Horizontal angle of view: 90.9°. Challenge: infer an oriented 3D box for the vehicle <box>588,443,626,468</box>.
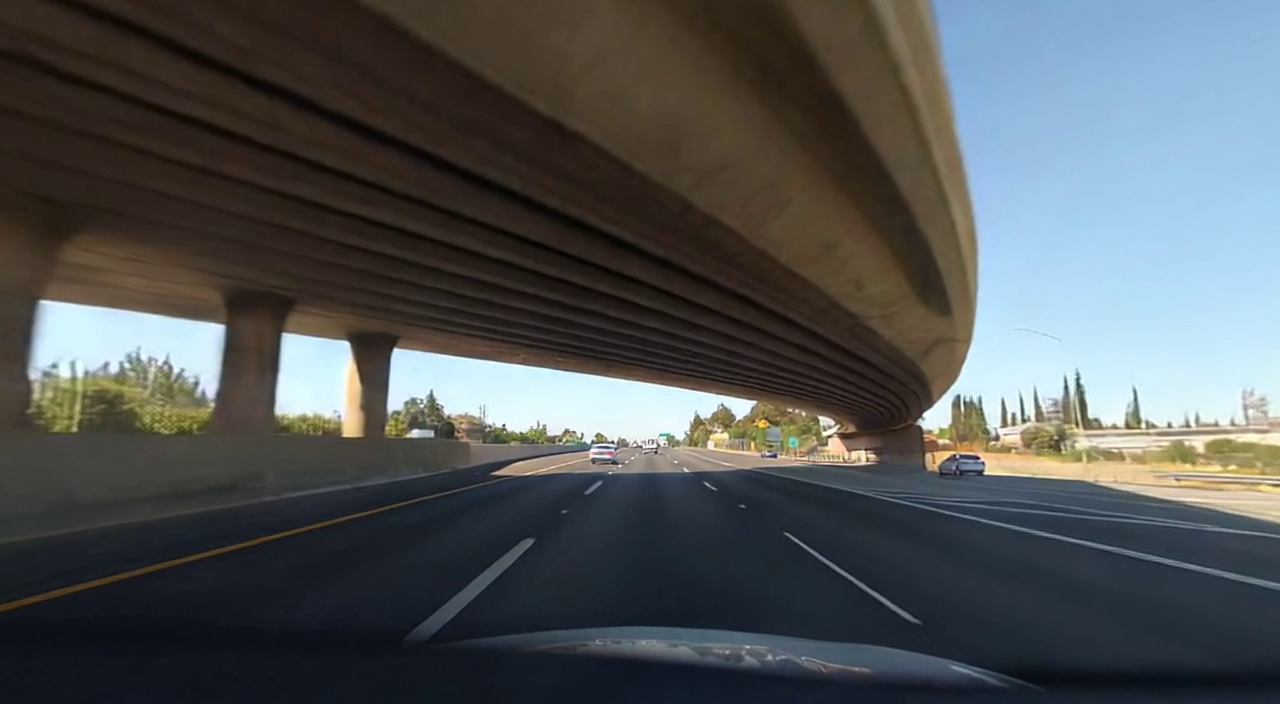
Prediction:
[{"bbox_3d":[-2.073,6.636,40.668,1.968,1.504,3.892,-1,-8,4],"label":"vehicle"}]
